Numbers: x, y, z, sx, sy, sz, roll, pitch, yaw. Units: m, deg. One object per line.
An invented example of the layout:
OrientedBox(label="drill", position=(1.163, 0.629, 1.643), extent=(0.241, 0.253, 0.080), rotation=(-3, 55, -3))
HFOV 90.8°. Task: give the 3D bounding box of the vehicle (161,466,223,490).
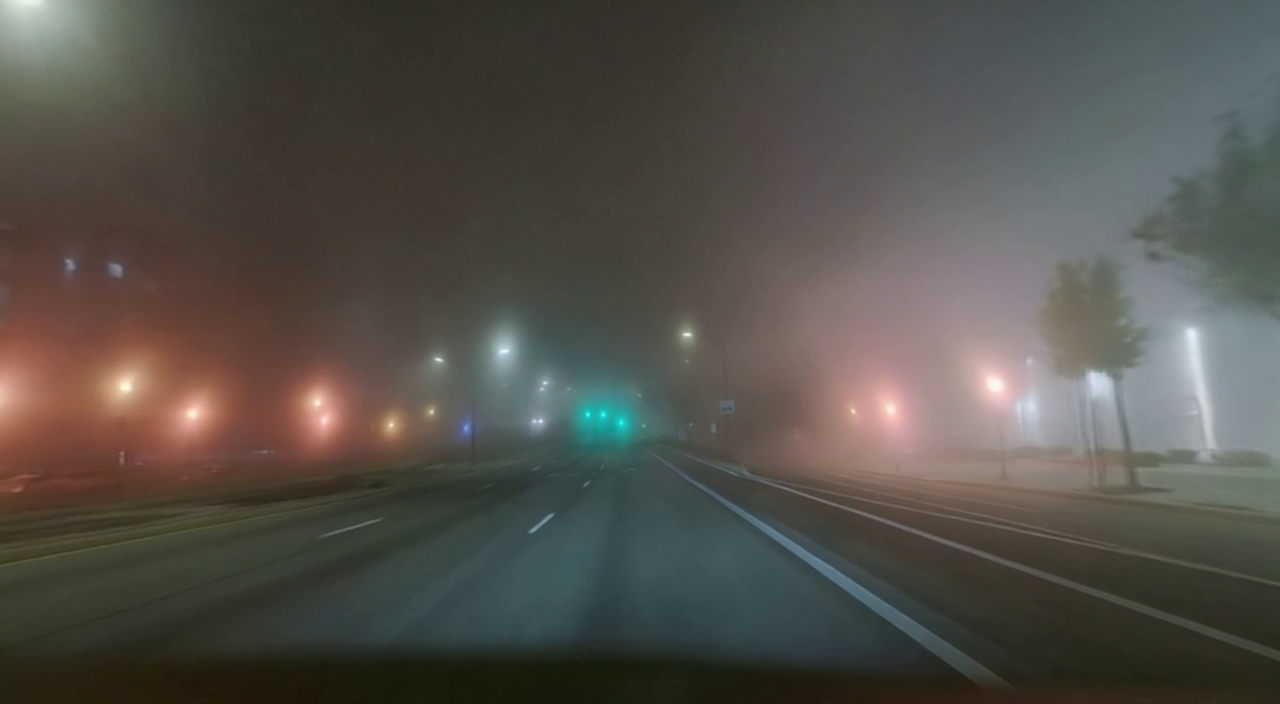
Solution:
OrientedBox(label="vehicle", position=(-32.966, 9.274, 46.628), extent=(1.794, 1.427, 3.715), rotation=(3, -8, 0))

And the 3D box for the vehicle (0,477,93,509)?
OrientedBox(label="vehicle", position=(-32.869, 7.696, 34.791), extent=(1.743, 1.435, 4.183), rotation=(0, -9, -1))
